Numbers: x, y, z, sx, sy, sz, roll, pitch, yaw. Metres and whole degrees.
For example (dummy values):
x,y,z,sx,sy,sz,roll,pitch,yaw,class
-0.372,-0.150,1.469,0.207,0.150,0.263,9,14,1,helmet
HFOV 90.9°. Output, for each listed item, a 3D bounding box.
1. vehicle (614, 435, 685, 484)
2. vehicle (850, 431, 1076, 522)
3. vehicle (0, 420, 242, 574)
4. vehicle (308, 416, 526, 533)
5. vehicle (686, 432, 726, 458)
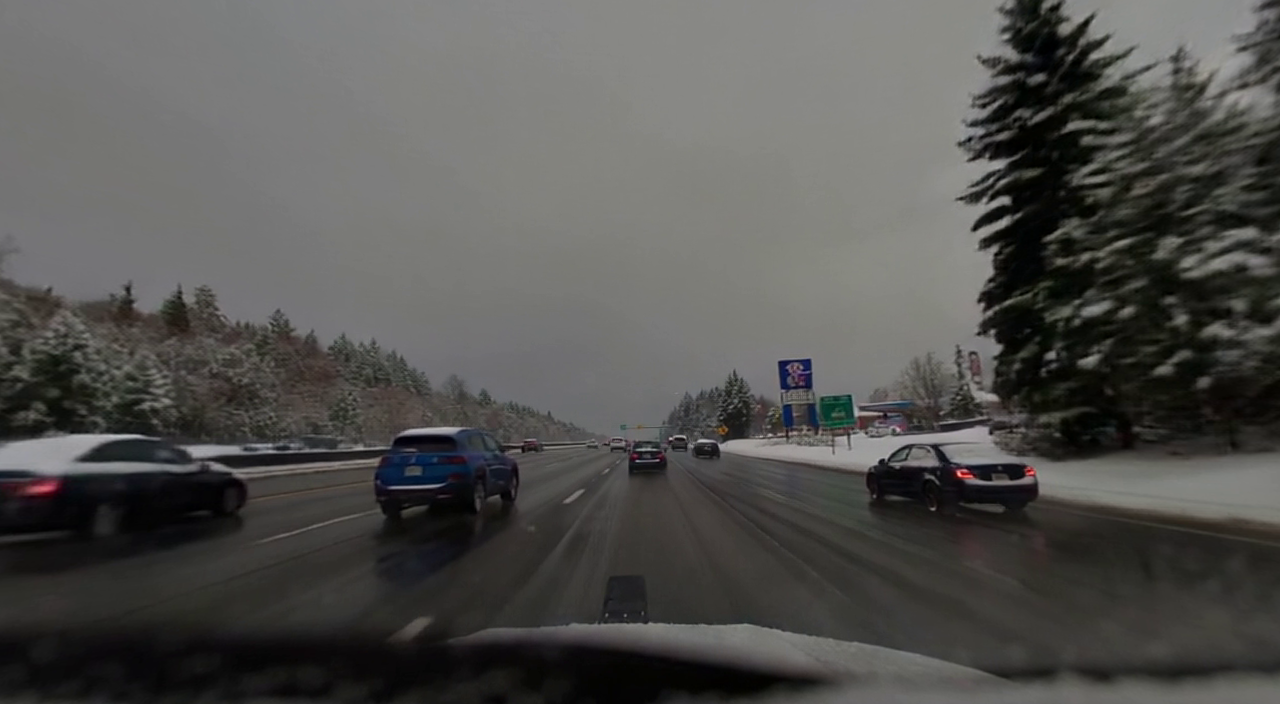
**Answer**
x,y,z,sx,sy,sz,roll,pitch,yaw,class
0.282,3.542,21.021,2.113,1.464,4.073,0,-8,0,vehicle
5.963,2.334,12.430,2.030,1.442,4.358,0,-8,-2,vehicle
-7.241,1.626,7.591,1.932,1.497,4.458,0,-8,1,vehicle
-3.521,2.053,11.236,1.927,1.586,5.142,0,-8,1,vehicle
4.711,6.750,45.728,2.261,1.781,4.709,0,-8,-1,vehicle
